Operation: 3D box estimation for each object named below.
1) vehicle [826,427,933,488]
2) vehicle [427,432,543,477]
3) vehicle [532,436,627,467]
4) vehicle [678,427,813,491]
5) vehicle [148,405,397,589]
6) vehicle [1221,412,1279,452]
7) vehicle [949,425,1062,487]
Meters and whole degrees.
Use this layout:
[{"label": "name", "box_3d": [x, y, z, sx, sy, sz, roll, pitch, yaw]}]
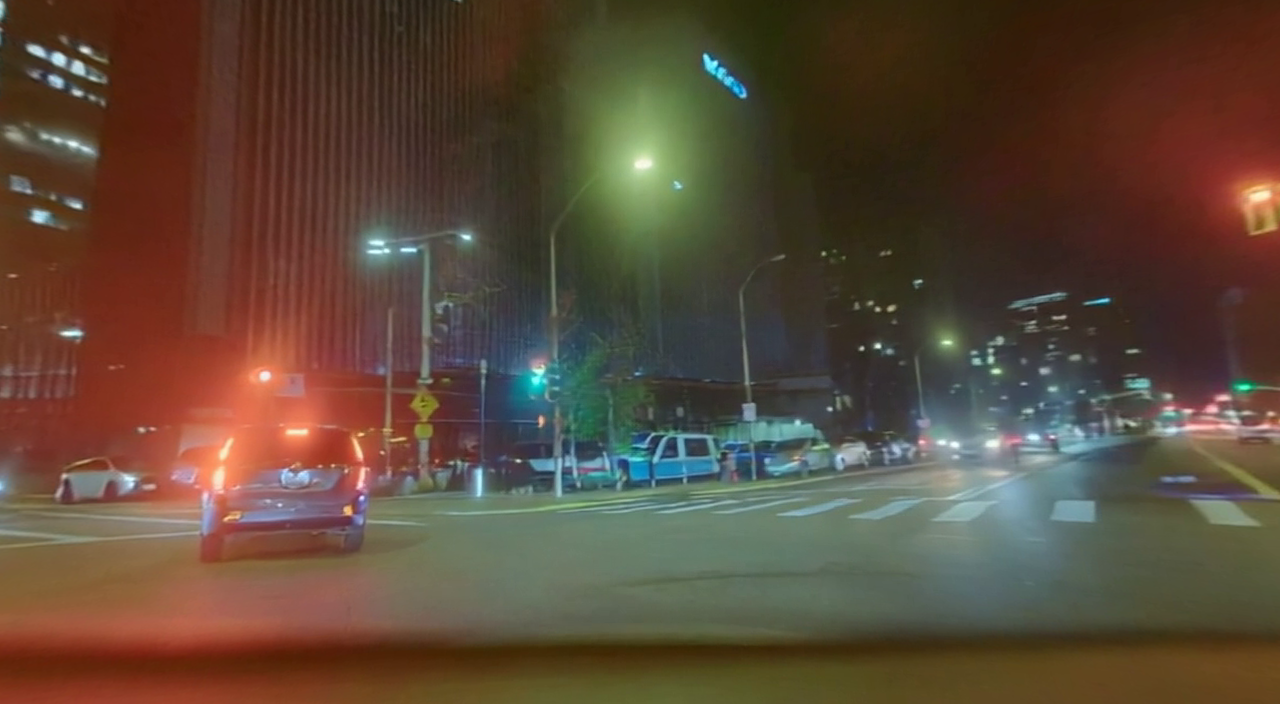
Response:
[{"label": "vehicle", "box_3d": [7.126, 3.067, 18.549, 1.931, 1.561, 3.882, -6, -10, 35]}, {"label": "vehicle", "box_3d": [-6.398, 4.201, 25.967, 4.511, 1.670, 2.082, -6, -12, 35]}, {"label": "vehicle", "box_3d": [-2.917, 4.670, 29.789, 4.286, 1.210, 1.877, -6, -5, 37]}, {"label": "vehicle", "box_3d": [3.452, 3.302, 19.788, 1.993, 1.708, 5.219, -6, -10, 36]}, {"label": "vehicle", "box_3d": [-5.421, 1.843, 8.978, 2.157, 1.863, 4.665, 7, -11, -39]}, {"label": "vehicle", "box_3d": [32.791, 4.299, 33.385, 2.115, 1.932, 5.189, -6, -10, 34]}, {"label": "vehicle", "box_3d": [10.365, 2.885, 17.709, 2.149, 1.487, 4.667, -6, -10, 36]}]
